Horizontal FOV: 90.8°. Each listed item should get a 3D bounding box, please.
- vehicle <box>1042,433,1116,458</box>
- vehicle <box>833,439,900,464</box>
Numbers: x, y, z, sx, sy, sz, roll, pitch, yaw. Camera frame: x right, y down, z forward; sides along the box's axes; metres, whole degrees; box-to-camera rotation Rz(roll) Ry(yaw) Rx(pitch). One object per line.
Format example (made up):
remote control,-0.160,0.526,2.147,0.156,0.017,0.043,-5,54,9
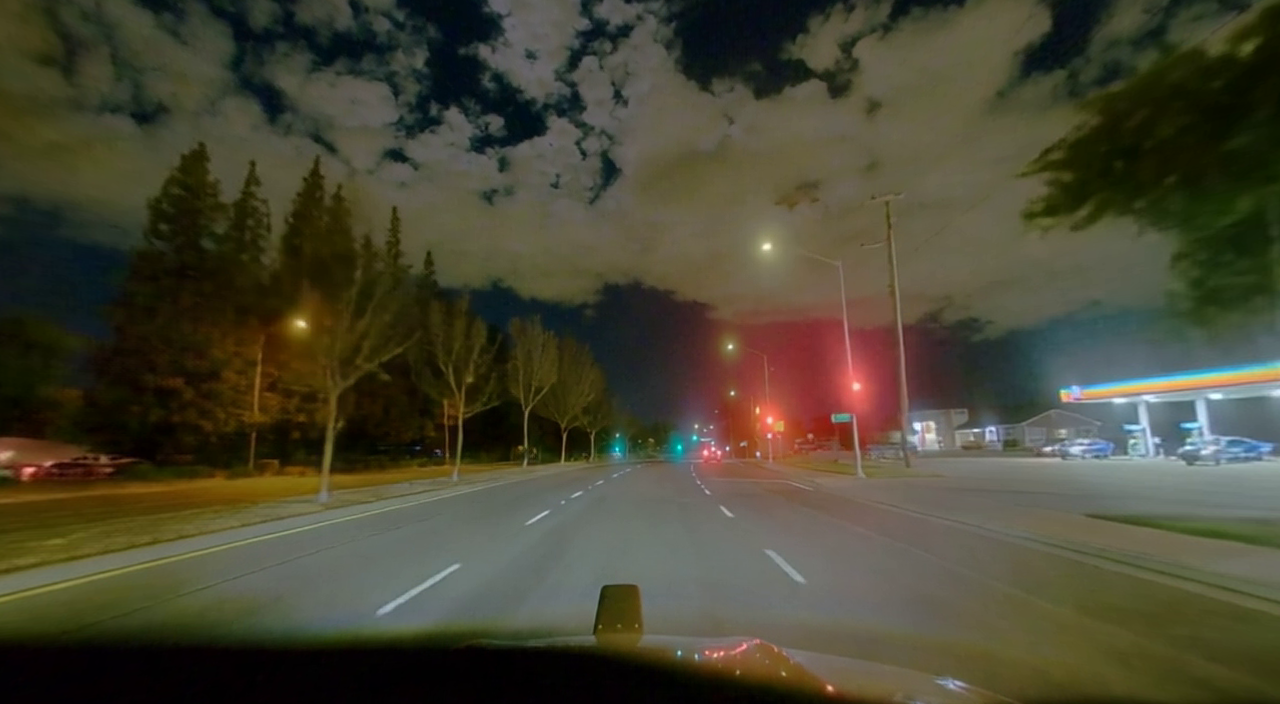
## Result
vehicle,33.053,7.053,47.712,2.045,1.778,4.517,0,-9,-5
vehicle,15.361,6.755,42.736,4.744,1.475,2.008,9,-16,-39
